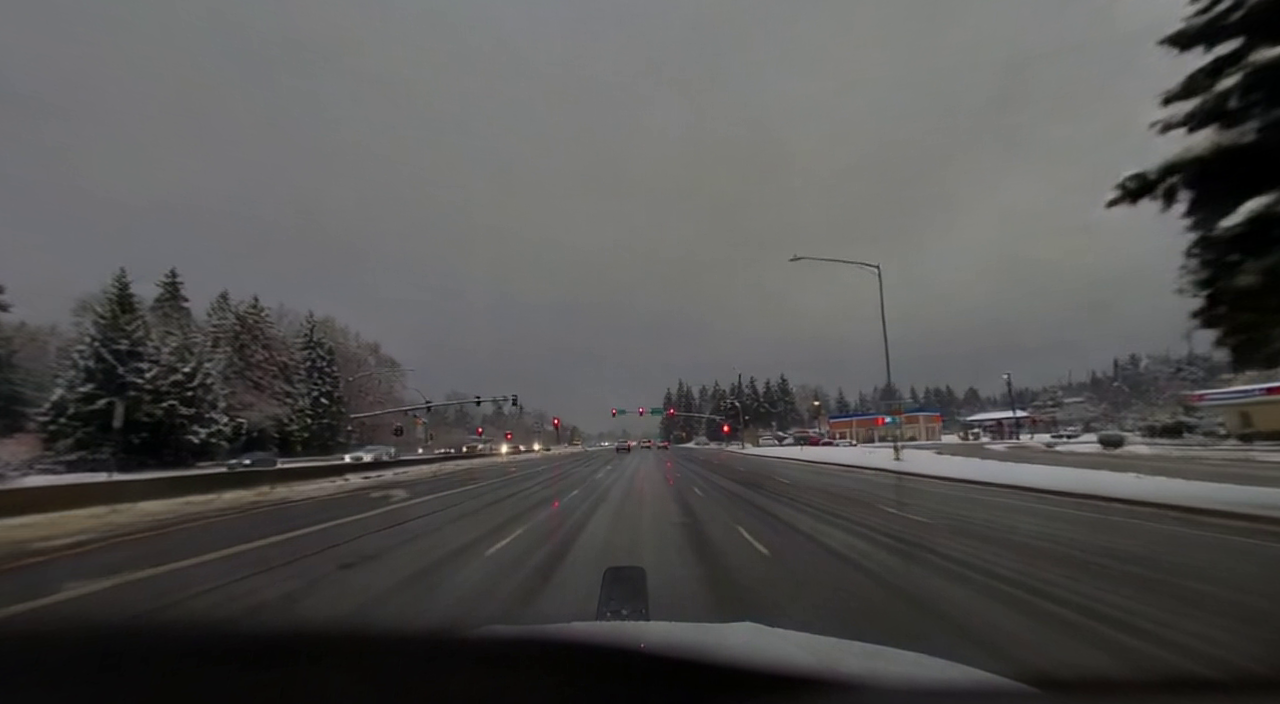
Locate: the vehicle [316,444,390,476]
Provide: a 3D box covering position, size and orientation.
[{"bbox_3d":[-14.812,5.569,32.811,1.880,1.496,4.246,0,-8,0],"label":"vehicle"}]

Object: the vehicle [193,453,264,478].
[{"bbox_3d":[-26.448,7.284,40.655,1.851,1.421,3.935,0,-8,0],"label":"vehicle"}]
